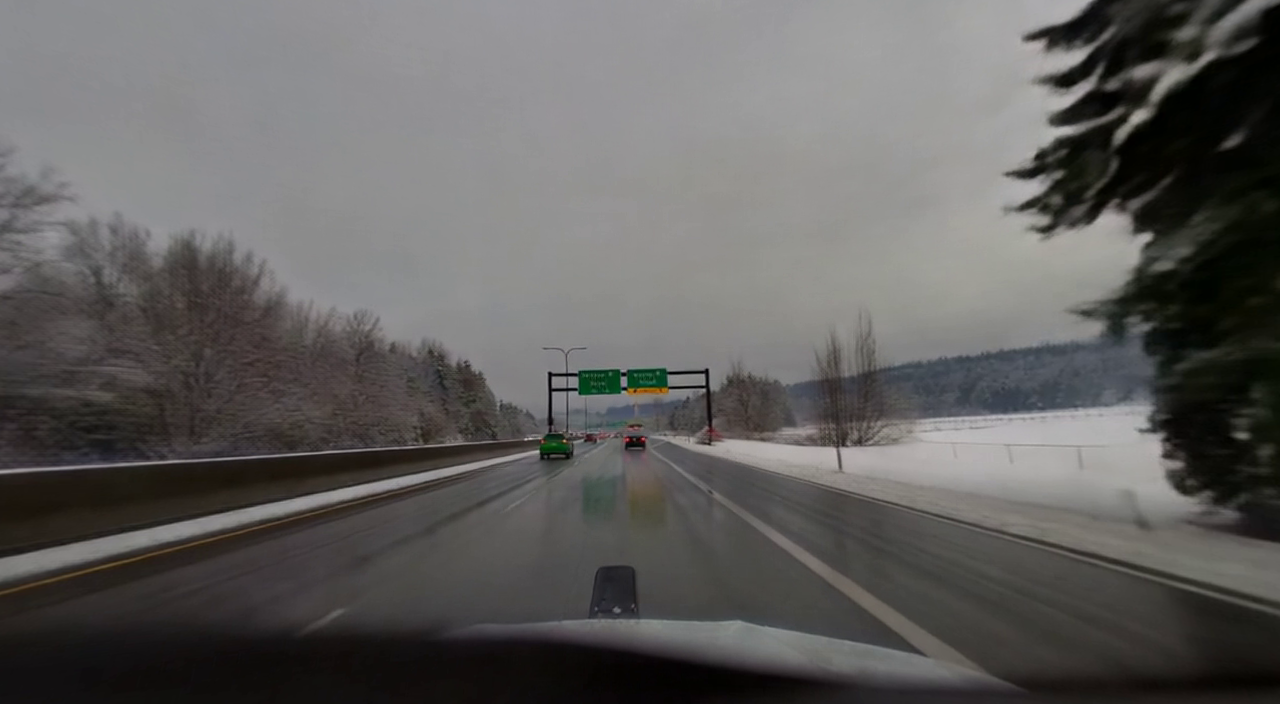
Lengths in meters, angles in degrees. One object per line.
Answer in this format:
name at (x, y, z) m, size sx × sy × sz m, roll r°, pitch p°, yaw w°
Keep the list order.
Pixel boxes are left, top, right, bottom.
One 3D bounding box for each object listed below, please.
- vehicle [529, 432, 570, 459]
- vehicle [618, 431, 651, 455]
vehicle at (-5.235, 5.426, 36.776) m, size 1.959 × 1.514 × 3.668 m, roll 0°, pitch -8°, yaw -2°
vehicle at (-0.377, 6.192, 43.128) m, size 2.139 × 1.561 × 4.060 m, roll 0°, pitch -8°, yaw -1°
